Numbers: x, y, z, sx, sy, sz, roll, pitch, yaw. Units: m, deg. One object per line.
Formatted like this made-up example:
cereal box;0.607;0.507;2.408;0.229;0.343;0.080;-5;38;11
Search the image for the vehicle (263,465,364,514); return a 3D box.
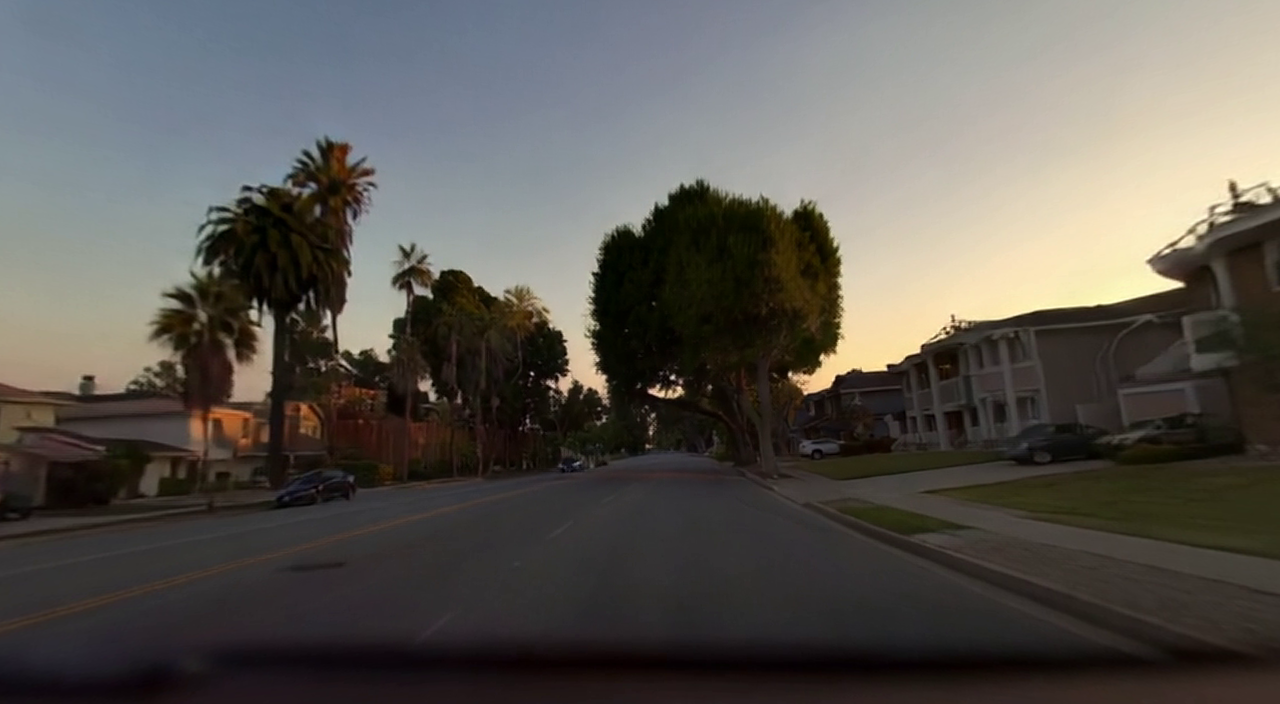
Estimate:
vehicle;-13.034;5.462;25.516;1.804;1.498;4.136;-5;-8;2
